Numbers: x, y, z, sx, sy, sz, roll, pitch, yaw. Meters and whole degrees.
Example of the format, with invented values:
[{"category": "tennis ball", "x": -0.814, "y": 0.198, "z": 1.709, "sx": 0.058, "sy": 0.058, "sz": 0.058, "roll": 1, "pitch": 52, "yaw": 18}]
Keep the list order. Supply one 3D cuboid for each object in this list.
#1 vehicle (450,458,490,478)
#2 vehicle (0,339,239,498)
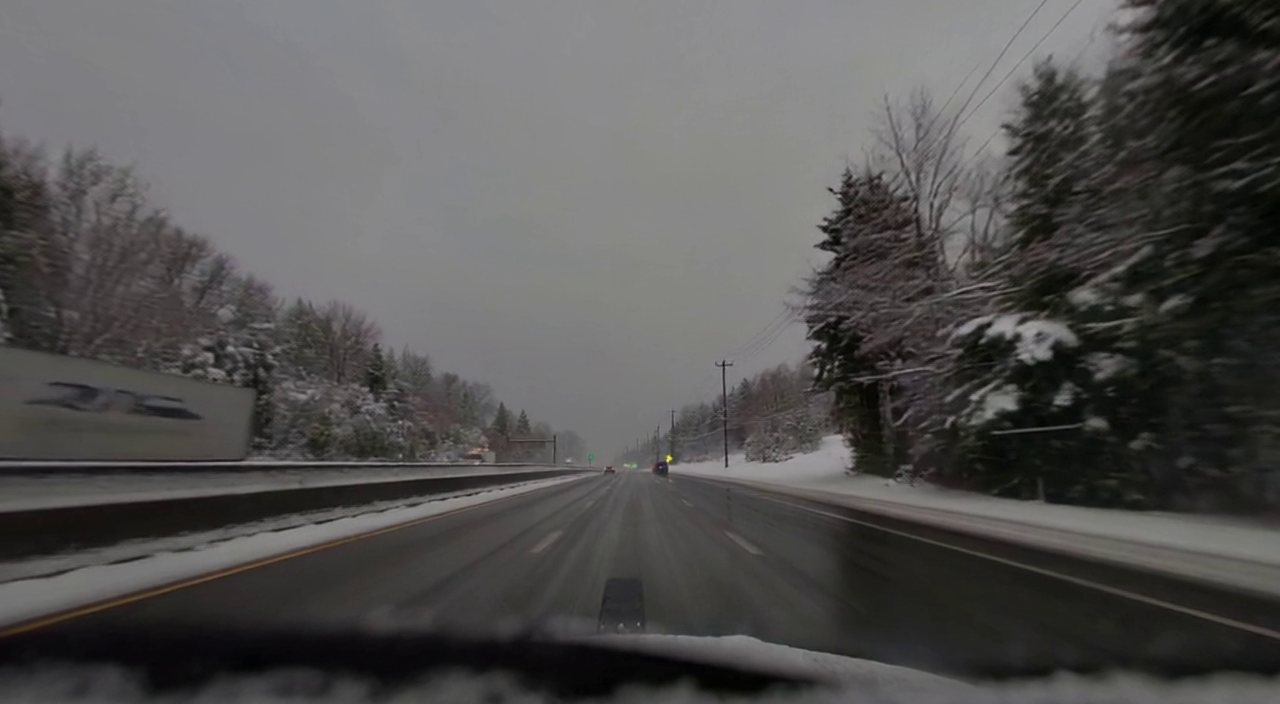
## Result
[{"category": "vehicle", "x": -13.254, "y": 9.080, "z": 49.439, "sx": 1.888, "sy": 1.464, "sz": 4.492, "roll": 1, "pitch": -10, "yaw": 0}, {"category": "vehicle", "x": -17.802, "y": 2.289, "z": 19.330, "sx": 2.867, "sy": 4.000, "sz": 12.416, "roll": 1, "pitch": -10, "yaw": -1}]
